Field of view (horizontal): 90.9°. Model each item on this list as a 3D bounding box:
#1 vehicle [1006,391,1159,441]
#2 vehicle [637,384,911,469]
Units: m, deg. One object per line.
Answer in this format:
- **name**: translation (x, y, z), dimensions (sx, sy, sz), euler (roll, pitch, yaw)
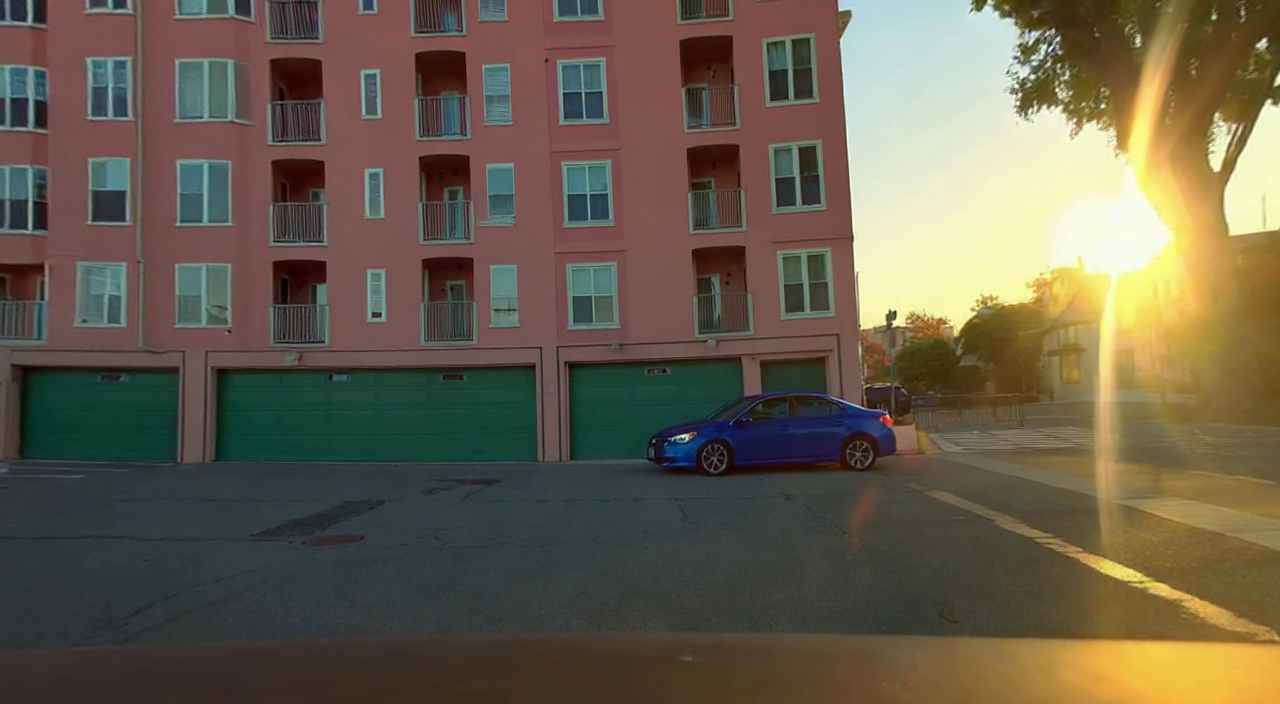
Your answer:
- **vehicle**: translation (15.847, 2.335, 22.749), dimensions (3.905, 1.475, 2.057), euler (-3, -8, -3)
- **vehicle**: translation (2.300, 1.417, 11.835), dimensions (4.697, 1.444, 1.825), euler (0, -8, -1)
